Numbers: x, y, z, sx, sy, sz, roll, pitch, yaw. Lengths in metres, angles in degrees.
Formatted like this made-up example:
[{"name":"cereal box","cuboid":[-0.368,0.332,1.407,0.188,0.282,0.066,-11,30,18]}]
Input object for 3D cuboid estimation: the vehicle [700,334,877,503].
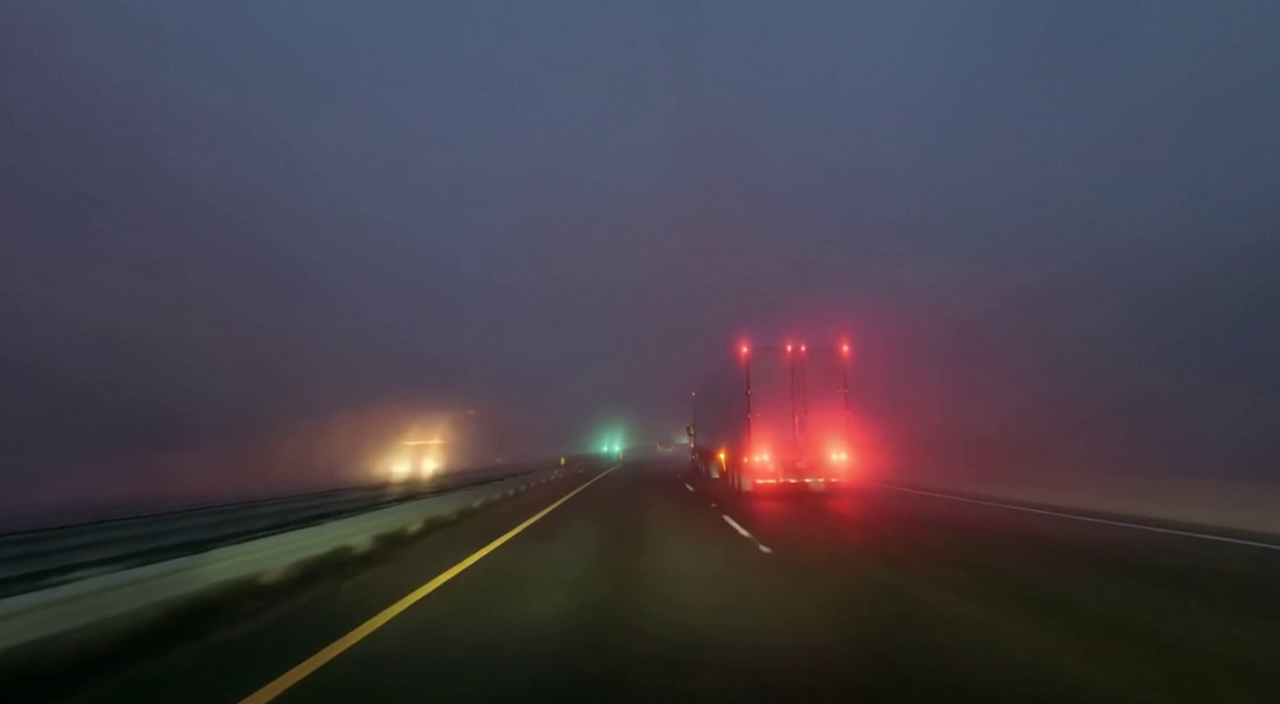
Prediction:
[{"name":"vehicle","cuboid":[4.109,2.500,21.287,2.965,4.028,12.529,-1,-9,0]}]
